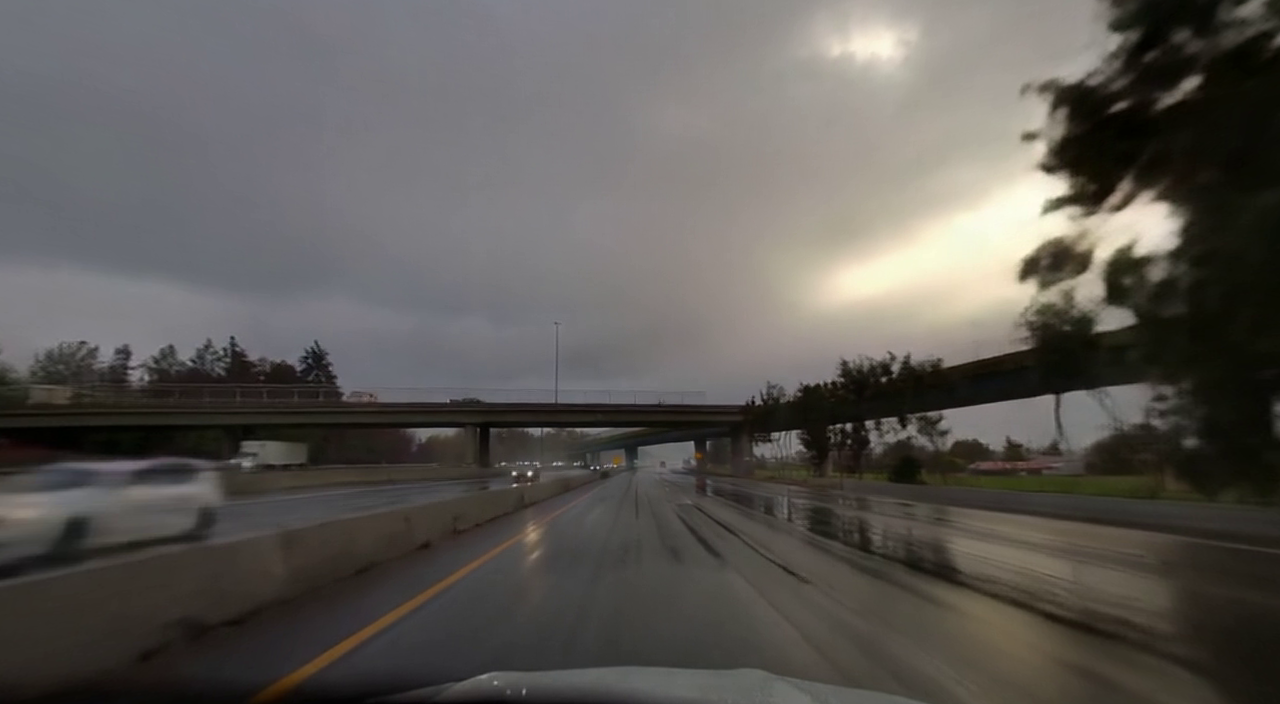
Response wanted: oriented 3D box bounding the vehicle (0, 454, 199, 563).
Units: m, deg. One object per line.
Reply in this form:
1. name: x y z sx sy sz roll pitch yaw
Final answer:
1. vehicle: -9.265 2.360 10.007 1.772 1.400 3.693 1 -10 0
